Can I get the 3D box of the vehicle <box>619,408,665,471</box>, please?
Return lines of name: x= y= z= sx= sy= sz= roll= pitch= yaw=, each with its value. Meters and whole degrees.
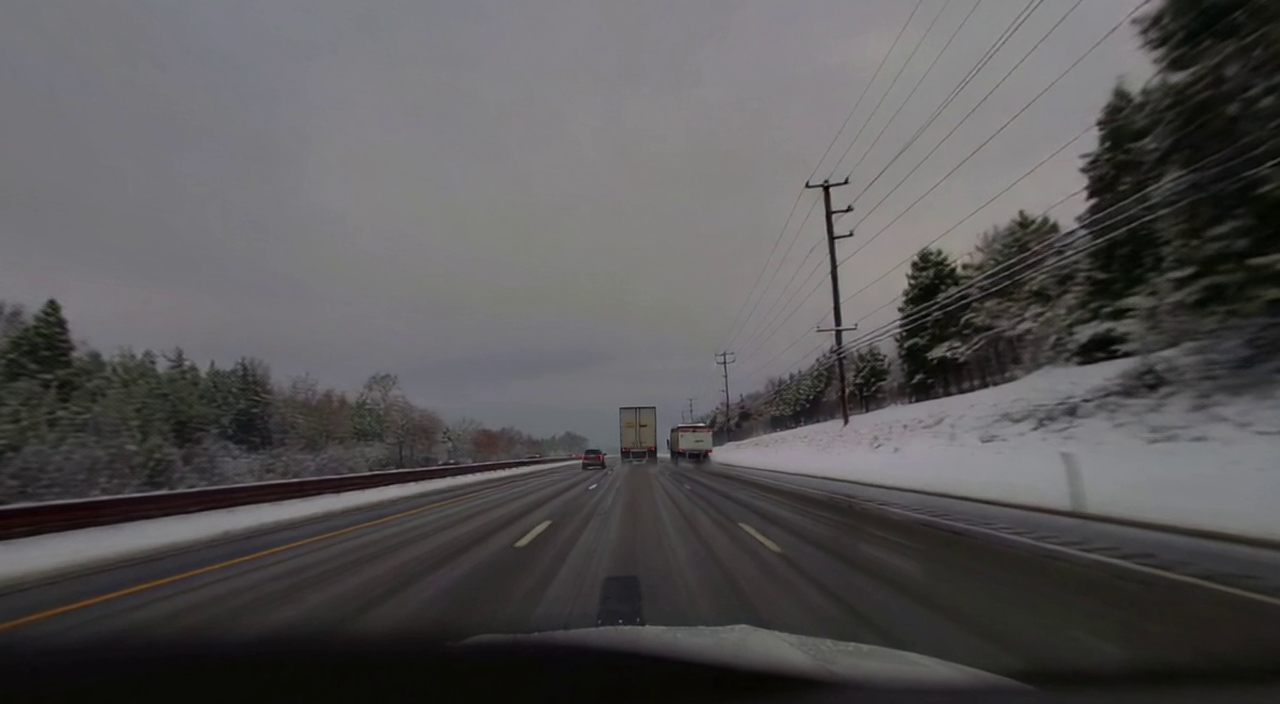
vehicle: x=0.035 y=6.733 z=47.767 sx=2.997 sy=4.076 sz=13.224 roll=0 pitch=-9 yaw=-1

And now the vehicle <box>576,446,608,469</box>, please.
vehicle: x=-3.485 y=7.786 z=46.580 sx=2.024 sy=1.582 sz=4.032 roll=0 pitch=-9 yaw=0
